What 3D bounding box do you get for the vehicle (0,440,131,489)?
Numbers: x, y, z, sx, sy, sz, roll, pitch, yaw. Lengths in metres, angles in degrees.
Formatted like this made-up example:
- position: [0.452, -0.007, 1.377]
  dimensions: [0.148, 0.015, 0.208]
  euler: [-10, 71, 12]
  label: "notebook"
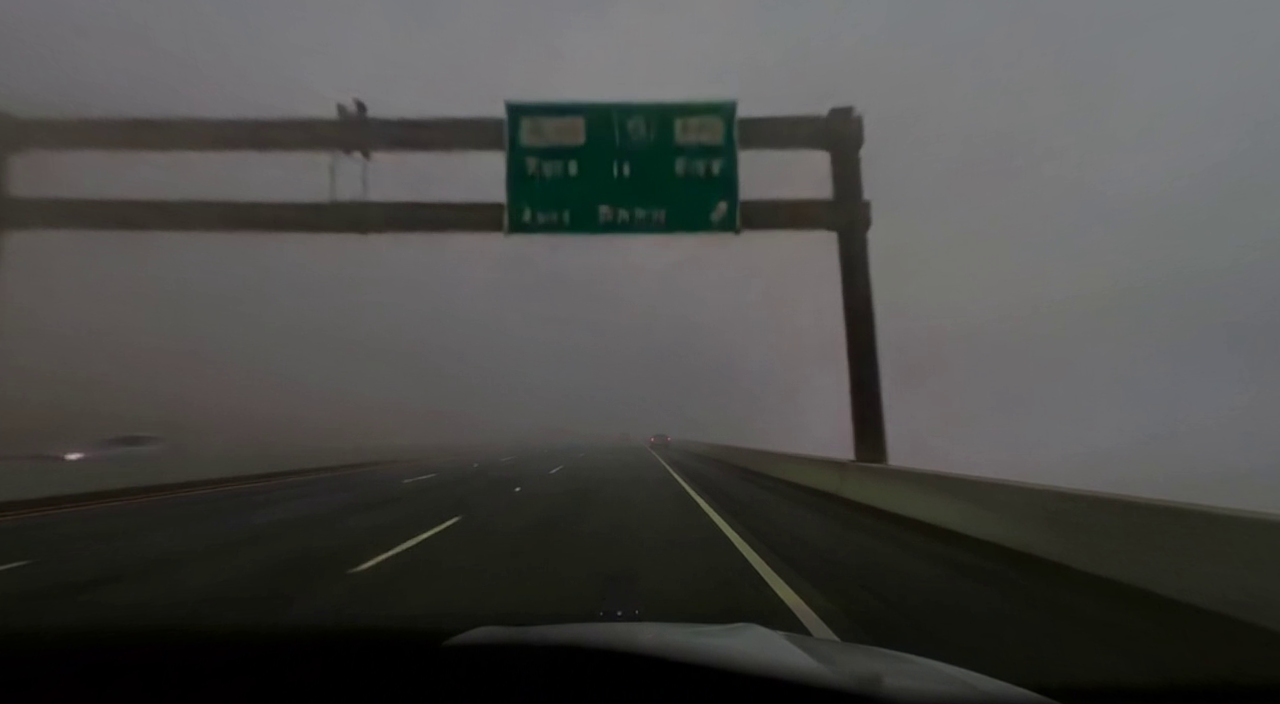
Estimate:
- position: [-20.373, 3.796, 21.770]
  dimensions: [1.816, 1.493, 4.415]
  euler: [0, -8, -1]
  label: "vehicle"
